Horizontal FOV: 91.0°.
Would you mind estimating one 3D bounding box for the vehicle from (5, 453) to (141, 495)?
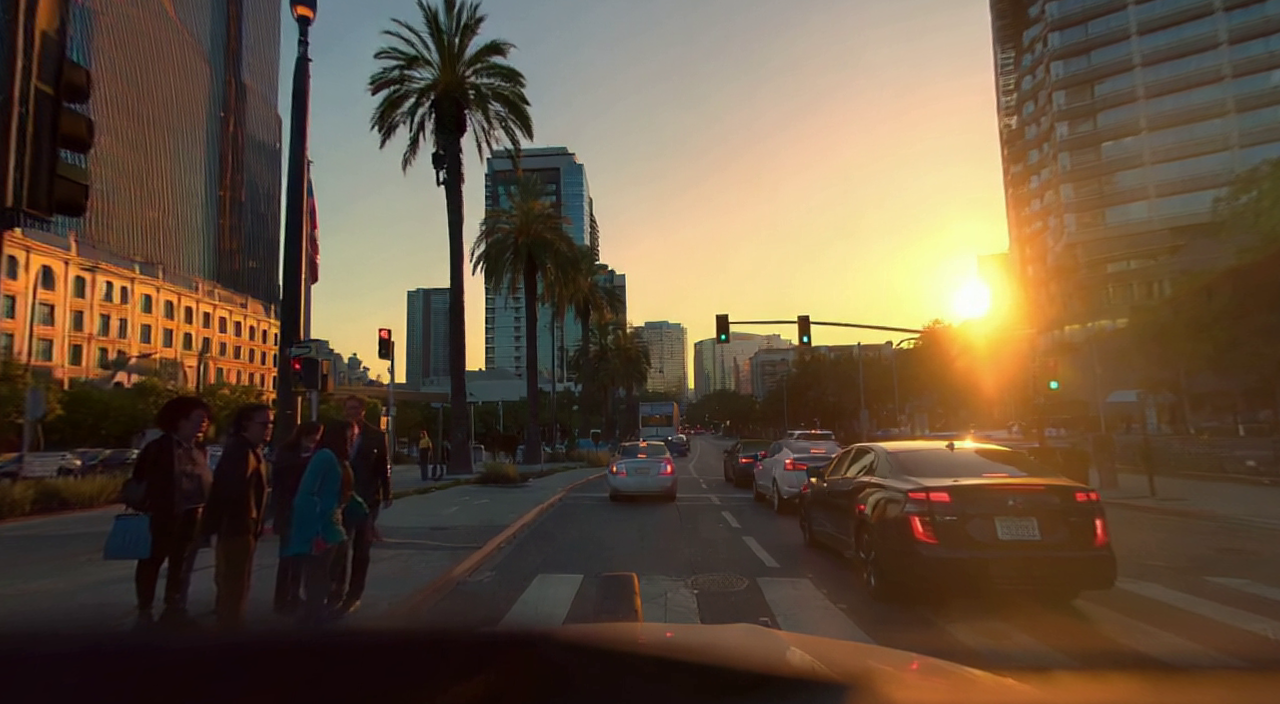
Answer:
[{"bbox_3d":[-26.698,5.715,29.922,2.105,1.793,4.812,0,-9,-3],"label":"vehicle"}]

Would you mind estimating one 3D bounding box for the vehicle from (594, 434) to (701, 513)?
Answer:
[{"bbox_3d":[0.171,2.617,14.013,2.048,1.503,3.681,0,-9,1],"label":"vehicle"}]

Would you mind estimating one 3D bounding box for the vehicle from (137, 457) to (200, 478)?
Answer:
[{"bbox_3d":[-36.849,9.004,49.307,1.700,1.527,4.445,1,-9,-4],"label":"vehicle"}]

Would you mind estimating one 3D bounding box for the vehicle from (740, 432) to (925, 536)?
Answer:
[{"bbox_3d":[3.119,2.236,11.287,1.913,1.469,4.425,0,-9,0],"label":"vehicle"}]

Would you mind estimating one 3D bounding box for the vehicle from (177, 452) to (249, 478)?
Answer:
[{"bbox_3d":[-30.729,8.102,45.471,1.946,1.696,4.595,0,-8,-1],"label":"vehicle"}]

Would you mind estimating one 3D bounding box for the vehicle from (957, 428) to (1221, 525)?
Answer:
[{"bbox_3d":[8.177,2.283,12.096,1.859,1.508,4.259,0,-9,-1],"label":"vehicle"}]
